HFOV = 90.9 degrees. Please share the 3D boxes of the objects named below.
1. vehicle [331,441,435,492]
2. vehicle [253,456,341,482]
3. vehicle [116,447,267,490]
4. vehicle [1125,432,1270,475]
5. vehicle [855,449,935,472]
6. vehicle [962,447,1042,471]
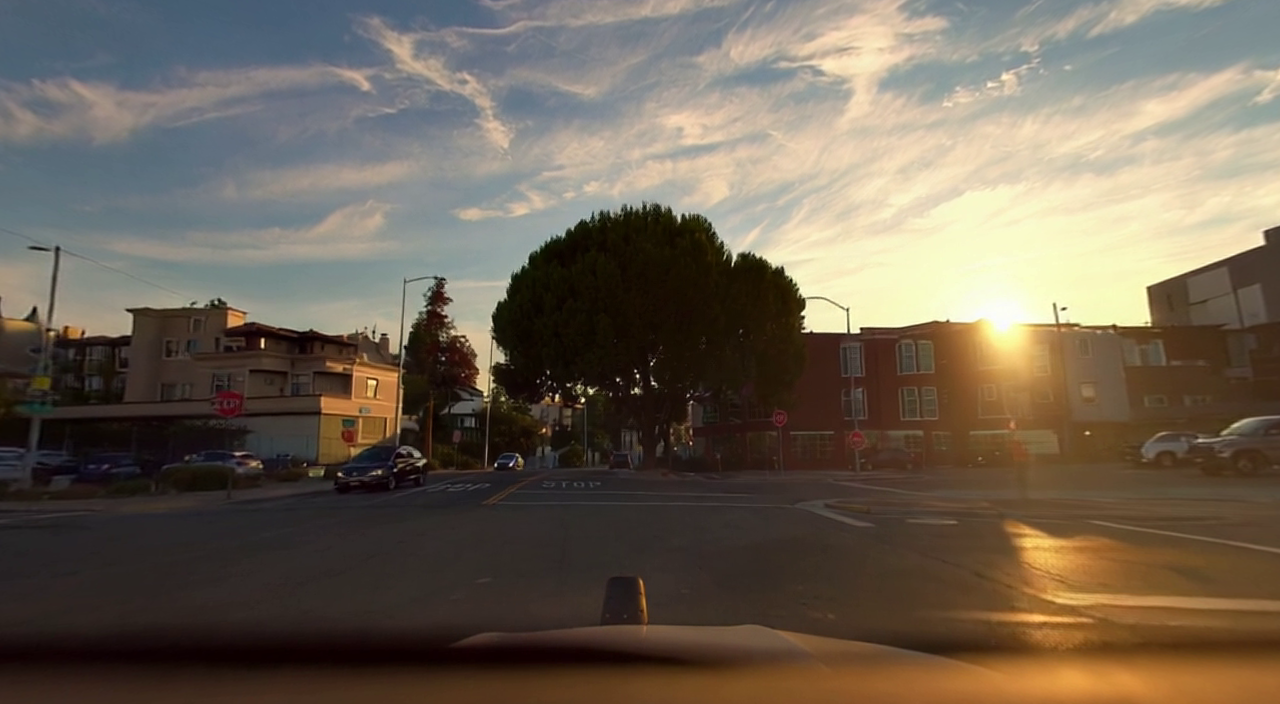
[{"bbox_3d":[-9.270,4.182,23.264,2.156,1.620,4.945,0,-9,-5],"label":"vehicle"},{"bbox_3d":[-21.182,7.222,39.087,4.277,1.527,1.987,0,-8,-4],"label":"vehicle"},{"bbox_3d":[-18.458,4.757,26.186,2.010,1.583,4.582,-6,-10,33],"label":"vehicle"},{"bbox_3d":[28.152,5.088,31.948,5.277,2.032,2.408,1,-7,-5],"label":"vehicle"},{"bbox_3d":[16.972,7.221,42.039,4.528,1.458,1.939,1,-7,-6],"label":"vehicle"},{"bbox_3d":[24.420,7.219,42.600,4.323,1.507,1.896,1,-8,-5],"label":"vehicle"}]
